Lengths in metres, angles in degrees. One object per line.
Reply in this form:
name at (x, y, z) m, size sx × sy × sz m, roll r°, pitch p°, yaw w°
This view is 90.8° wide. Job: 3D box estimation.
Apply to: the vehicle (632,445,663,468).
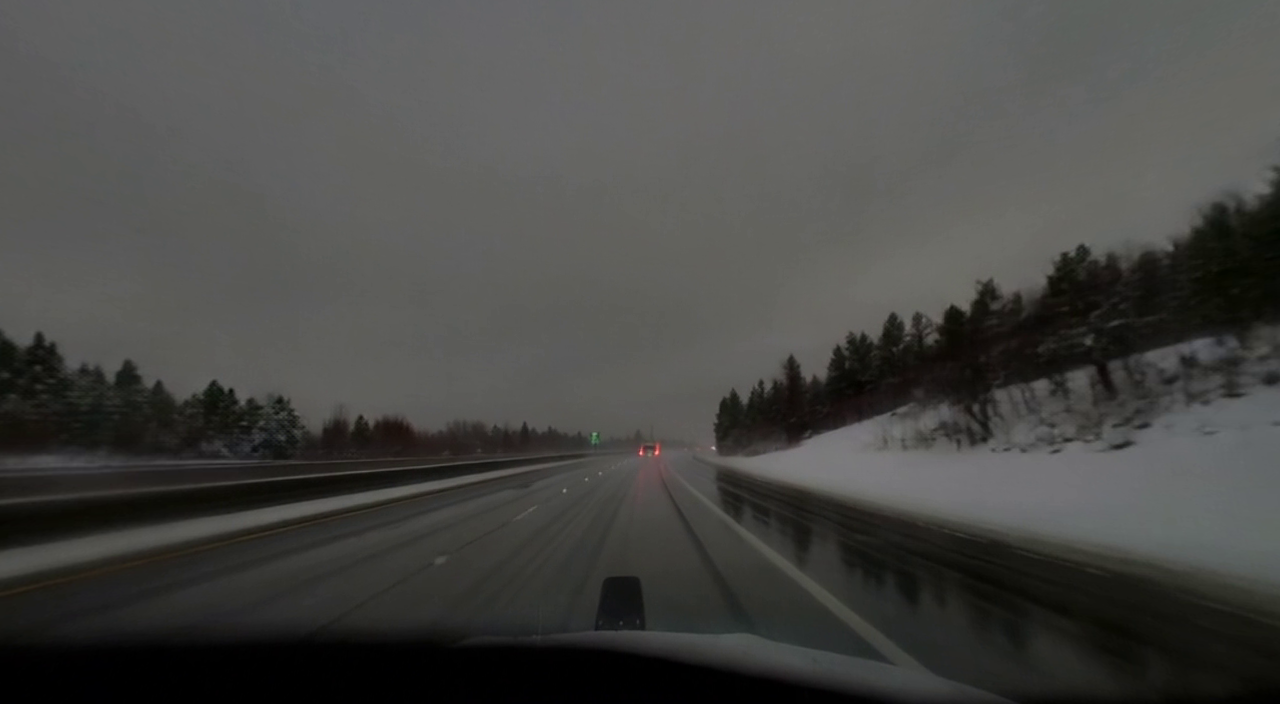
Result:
vehicle at (0.598, 7.837, 47.526) m, size 2.221 × 1.603 × 4.149 m, roll 0°, pitch -9°, yaw 1°
